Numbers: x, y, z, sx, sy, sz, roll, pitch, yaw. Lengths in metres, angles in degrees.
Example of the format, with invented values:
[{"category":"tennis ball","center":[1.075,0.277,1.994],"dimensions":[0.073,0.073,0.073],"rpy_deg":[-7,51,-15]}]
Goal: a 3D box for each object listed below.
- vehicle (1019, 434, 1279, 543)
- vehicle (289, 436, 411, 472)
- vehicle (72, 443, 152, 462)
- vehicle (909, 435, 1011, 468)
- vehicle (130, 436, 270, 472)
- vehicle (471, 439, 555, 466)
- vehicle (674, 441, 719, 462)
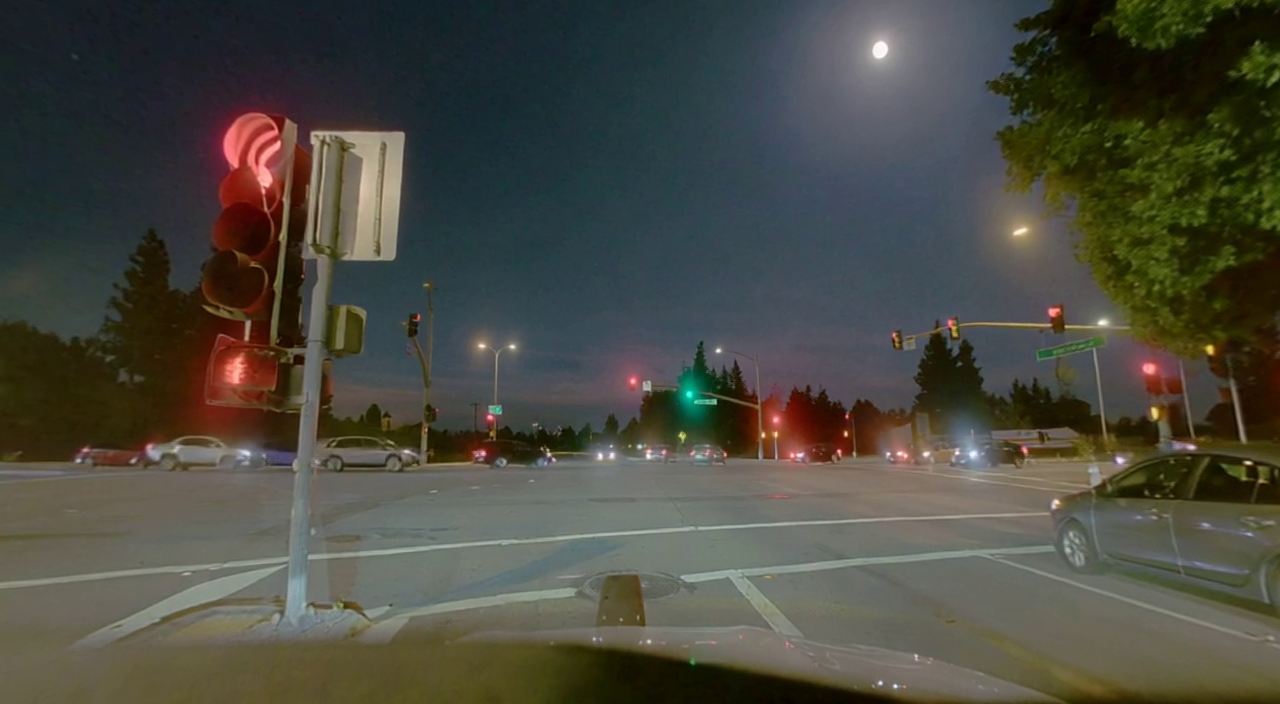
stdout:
[{"category":"vehicle","center":[9.299,2.336,11.450],"dimensions":[1.993,1.505,4.721],"rpy_deg":[3,-9,0]},{"category":"vehicle","center":[-12.767,4.508,28.047],"dimensions":[4.671,1.465,1.934],"rpy_deg":[4,-9,-24]},{"category":"vehicle","center":[-40.542,7.725,48.593],"dimensions":[4.345,1.426,1.722],"rpy_deg":[2,-9,-8]},{"category":"vehicle","center":[16.562,5.150,32.955],"dimensions":[2.001,1.561,4.481],"rpy_deg":[3,-9,-22]},{"category":"vehicle","center":[-19.546,4.553,28.356],"dimensions":[4.709,1.514,1.985],"rpy_deg":[3,-9,-21]},{"category":"vehicle","center":[-7.500,5.942,37.541],"dimensions":[1.891,1.472,4.580],"rpy_deg":[-8,-12,44]},{"category":"vehicle","center":[4.287,7.489,47.488],"dimensions":[1.935,1.476,4.849],"rpy_deg":[-4,-9,23]}]
